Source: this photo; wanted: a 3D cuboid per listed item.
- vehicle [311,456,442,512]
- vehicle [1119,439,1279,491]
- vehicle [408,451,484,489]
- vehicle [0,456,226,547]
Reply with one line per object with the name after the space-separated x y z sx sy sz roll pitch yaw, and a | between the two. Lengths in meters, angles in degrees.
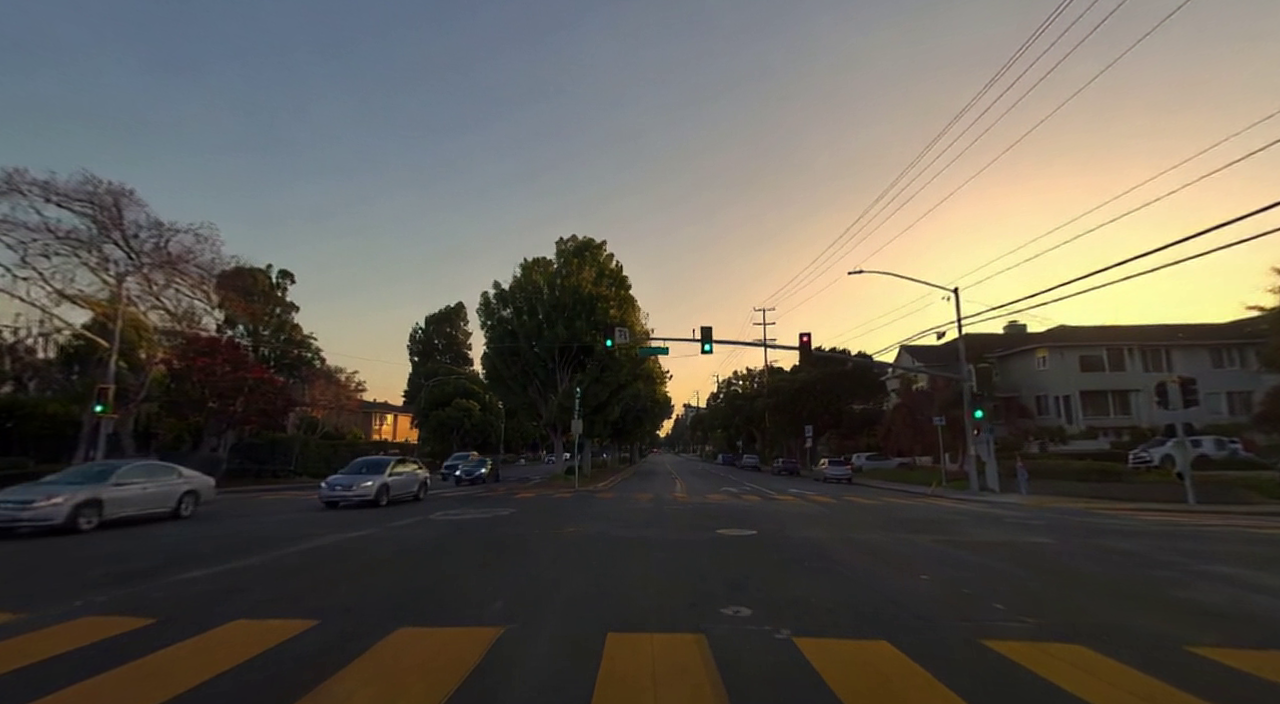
-7.731 3.888 19.012 1.958 1.415 4.312 -1 -8 2 | vehicle
25.415 5.046 28.601 2.177 2.086 5.514 2 -9 -14 | vehicle
-10.394 6.332 34.218 2.249 1.825 5.378 -1 -8 2 | vehicle
-10.950 2.905 12.878 2.007 1.451 4.242 0 -8 1 | vehicle
